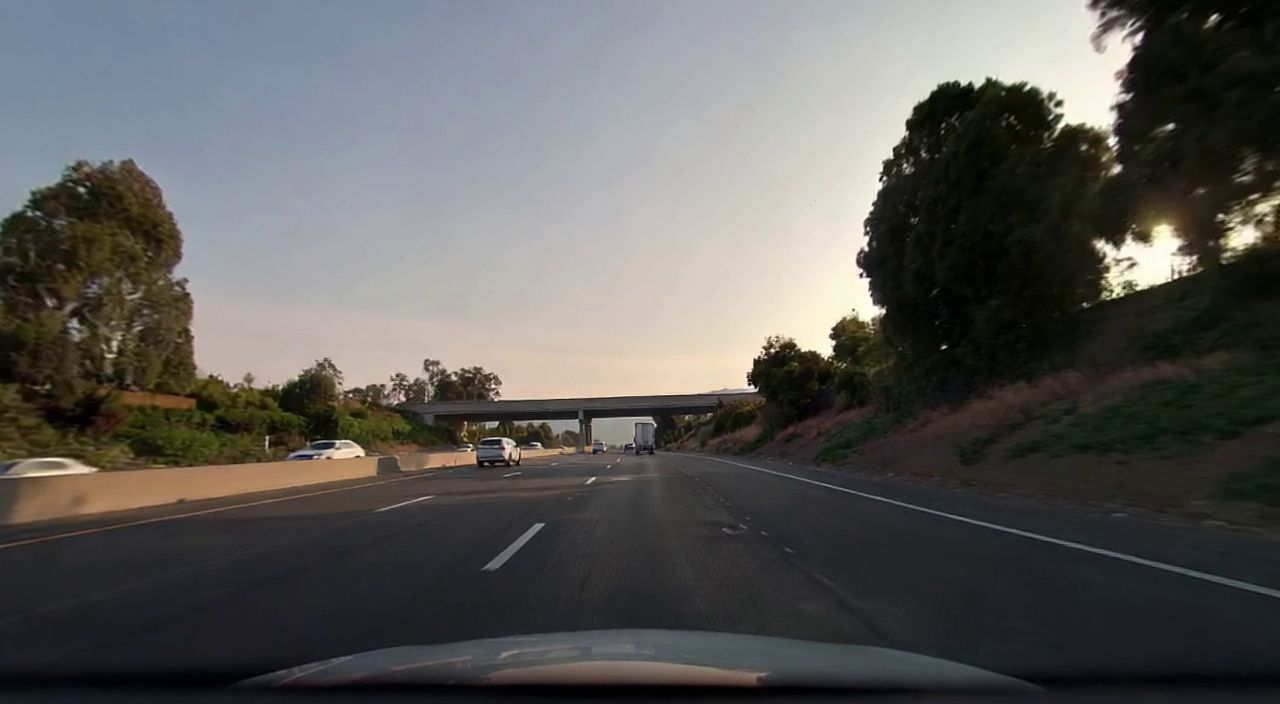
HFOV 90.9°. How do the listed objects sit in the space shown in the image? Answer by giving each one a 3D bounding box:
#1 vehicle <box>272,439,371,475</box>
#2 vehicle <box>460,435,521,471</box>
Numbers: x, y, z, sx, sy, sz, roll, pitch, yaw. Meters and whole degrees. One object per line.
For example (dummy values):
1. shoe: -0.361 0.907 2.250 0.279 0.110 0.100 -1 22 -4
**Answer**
1. vehicle: -16.798 5.529 33.672 2.203 1.745 5.687 0 -8 1
2. vehicle: -7.364 5.027 31.590 1.981 1.685 4.171 0 -8 1
